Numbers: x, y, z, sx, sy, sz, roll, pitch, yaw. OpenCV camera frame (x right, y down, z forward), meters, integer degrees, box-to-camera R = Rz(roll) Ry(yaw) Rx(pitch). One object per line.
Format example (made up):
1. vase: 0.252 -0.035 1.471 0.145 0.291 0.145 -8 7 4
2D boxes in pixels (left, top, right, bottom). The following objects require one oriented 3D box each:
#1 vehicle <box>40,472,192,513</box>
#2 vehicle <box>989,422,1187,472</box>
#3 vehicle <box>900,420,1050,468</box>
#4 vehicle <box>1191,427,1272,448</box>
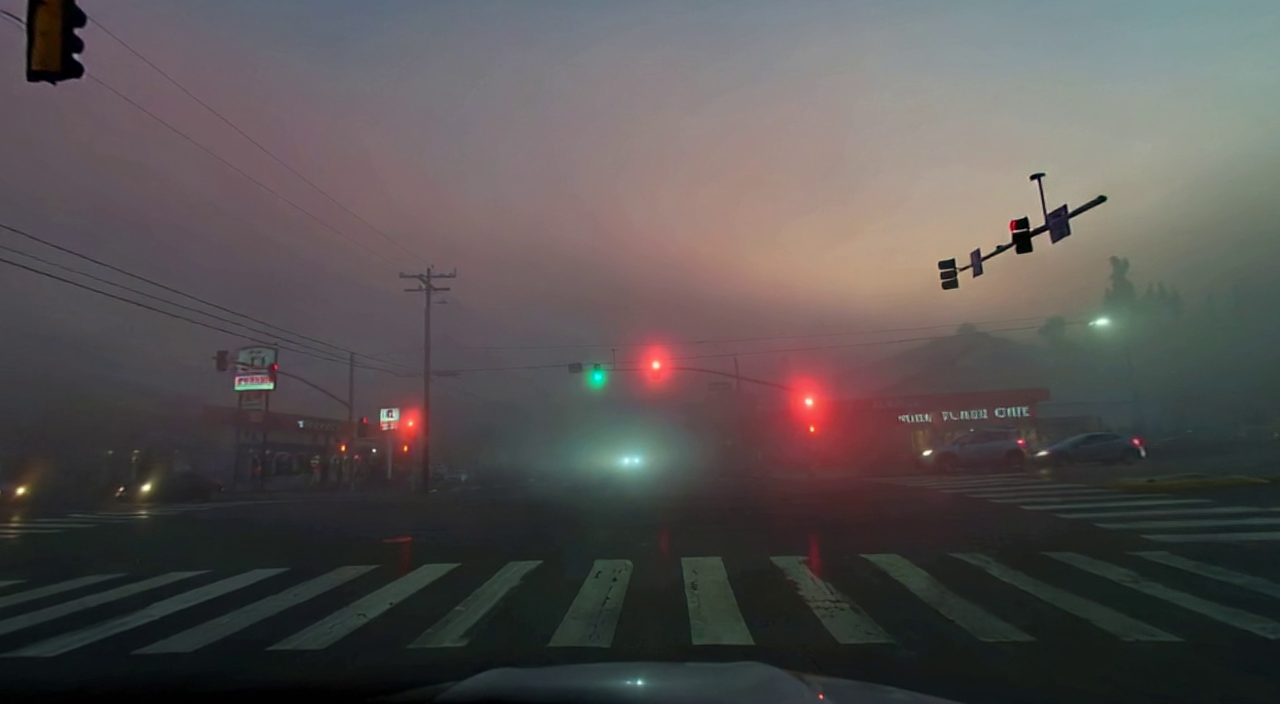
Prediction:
1. vehicle: -21.172 5.679 25.648 4.676 1.463 1.909 -1 -8 6
2. vehicle: 14.352 3.102 20.628 4.835 1.487 1.913 -4 -9 20
3. vehicle: 13.009 3.652 24.944 4.916 1.730 1.986 -4 -9 21
4. vehicle: 42.041 6.069 44.898 4.347 1.446 1.777 1 -9 -10
